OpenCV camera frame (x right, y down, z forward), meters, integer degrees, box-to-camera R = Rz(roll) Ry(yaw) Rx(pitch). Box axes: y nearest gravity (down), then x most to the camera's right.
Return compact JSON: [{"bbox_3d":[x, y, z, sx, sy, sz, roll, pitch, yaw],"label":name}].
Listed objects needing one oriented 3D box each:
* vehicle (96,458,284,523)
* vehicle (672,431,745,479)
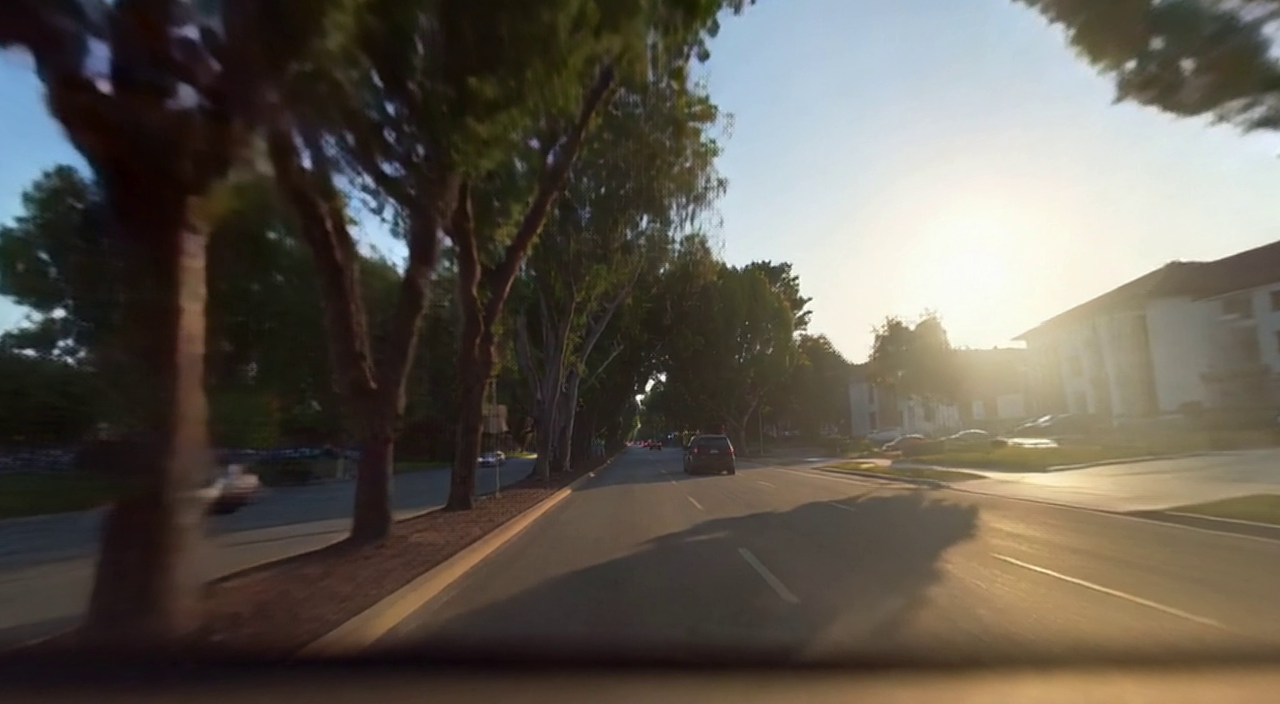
[{"bbox_3d":[-11.957,3.665,17.250,1.834,1.415,4.509,0,-8,0],"label":"vehicle"},{"bbox_3d":[2.630,4.123,25.531,2.240,1.740,4.605,0,-8,-2],"label":"vehicle"}]
